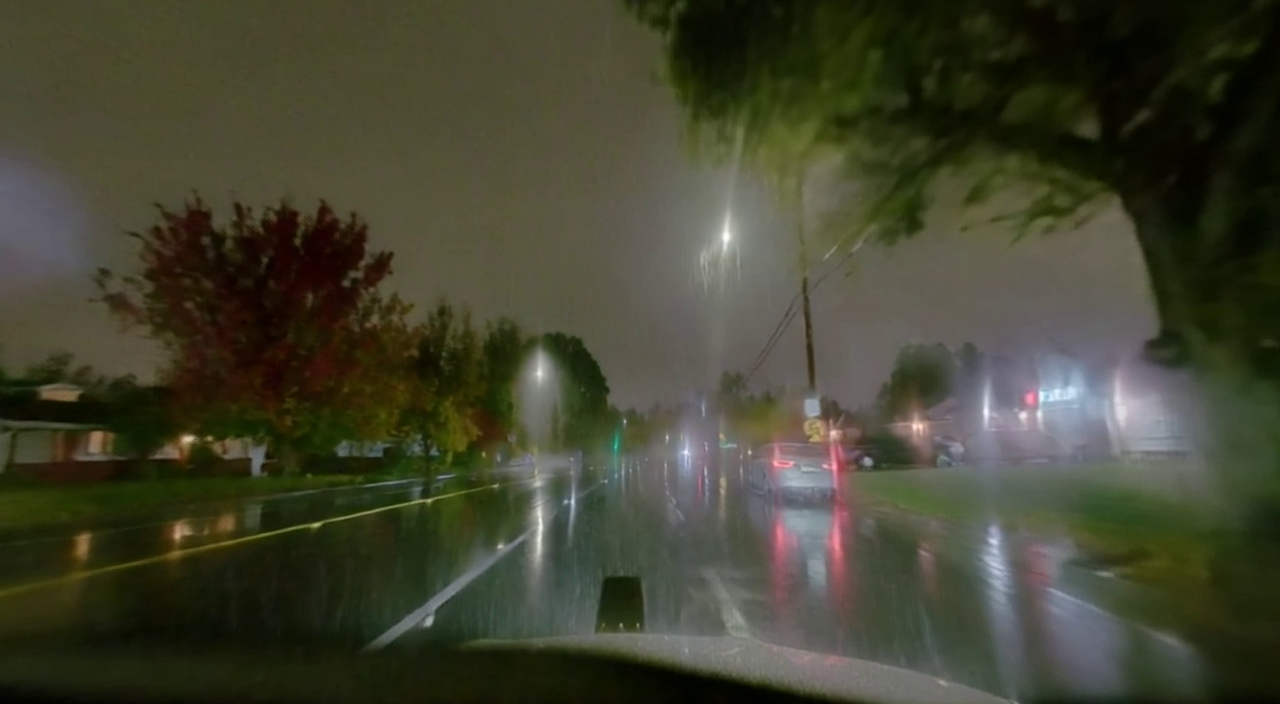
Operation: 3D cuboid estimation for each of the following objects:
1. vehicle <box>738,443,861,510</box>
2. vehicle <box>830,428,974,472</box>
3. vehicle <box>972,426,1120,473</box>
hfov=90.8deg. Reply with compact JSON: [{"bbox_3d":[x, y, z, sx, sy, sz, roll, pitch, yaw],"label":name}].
[{"bbox_3d":[4.014,3.196,16.823,2.080,1.503,4.821,0,-9,1],"label":"vehicle"},{"bbox_3d":[11.436,4.328,27.959,5.369,1.860,2.163,-1,-9,5],"label":"vehicle"},{"bbox_3d":[15.671,3.795,24.637,4.290,1.717,2.013,-1,-9,7],"label":"vehicle"}]
